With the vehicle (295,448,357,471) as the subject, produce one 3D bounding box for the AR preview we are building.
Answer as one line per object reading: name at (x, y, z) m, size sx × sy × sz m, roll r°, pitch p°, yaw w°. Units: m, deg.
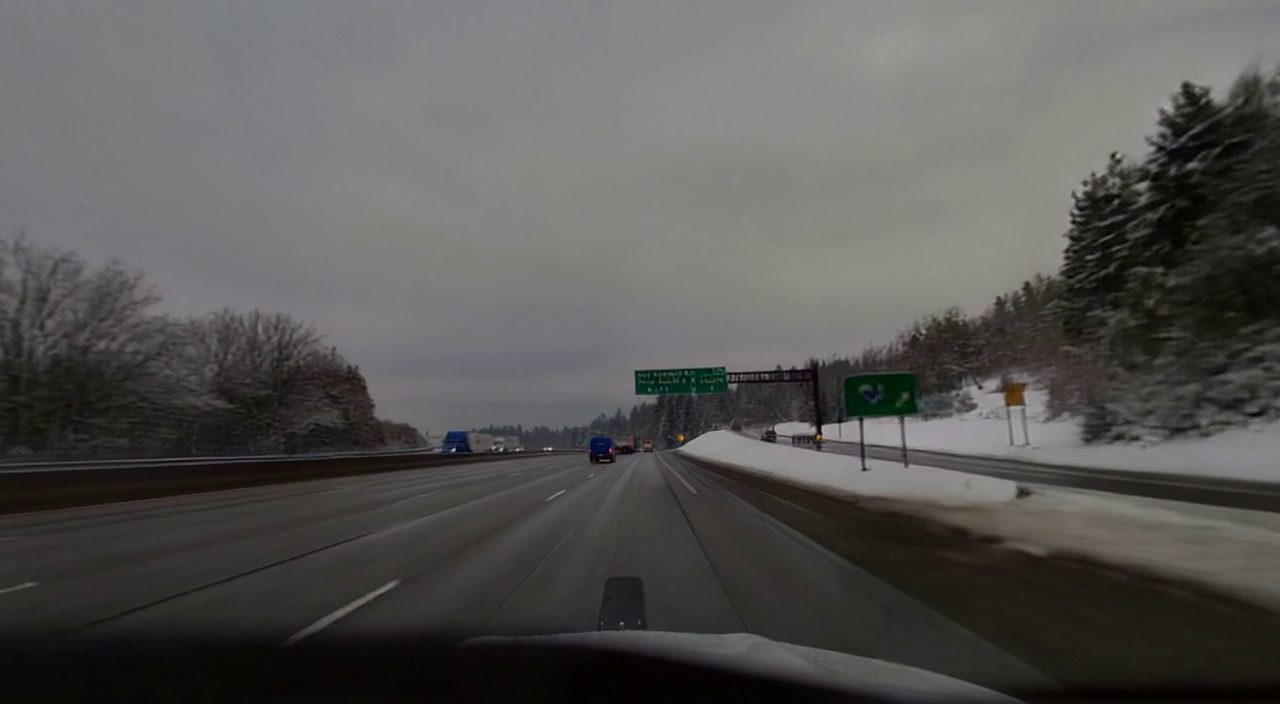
vehicle at (-21.891, 7.494, 43.992) m, size 1.916 × 1.484 × 4.689 m, roll 0°, pitch -8°, yaw 1°
